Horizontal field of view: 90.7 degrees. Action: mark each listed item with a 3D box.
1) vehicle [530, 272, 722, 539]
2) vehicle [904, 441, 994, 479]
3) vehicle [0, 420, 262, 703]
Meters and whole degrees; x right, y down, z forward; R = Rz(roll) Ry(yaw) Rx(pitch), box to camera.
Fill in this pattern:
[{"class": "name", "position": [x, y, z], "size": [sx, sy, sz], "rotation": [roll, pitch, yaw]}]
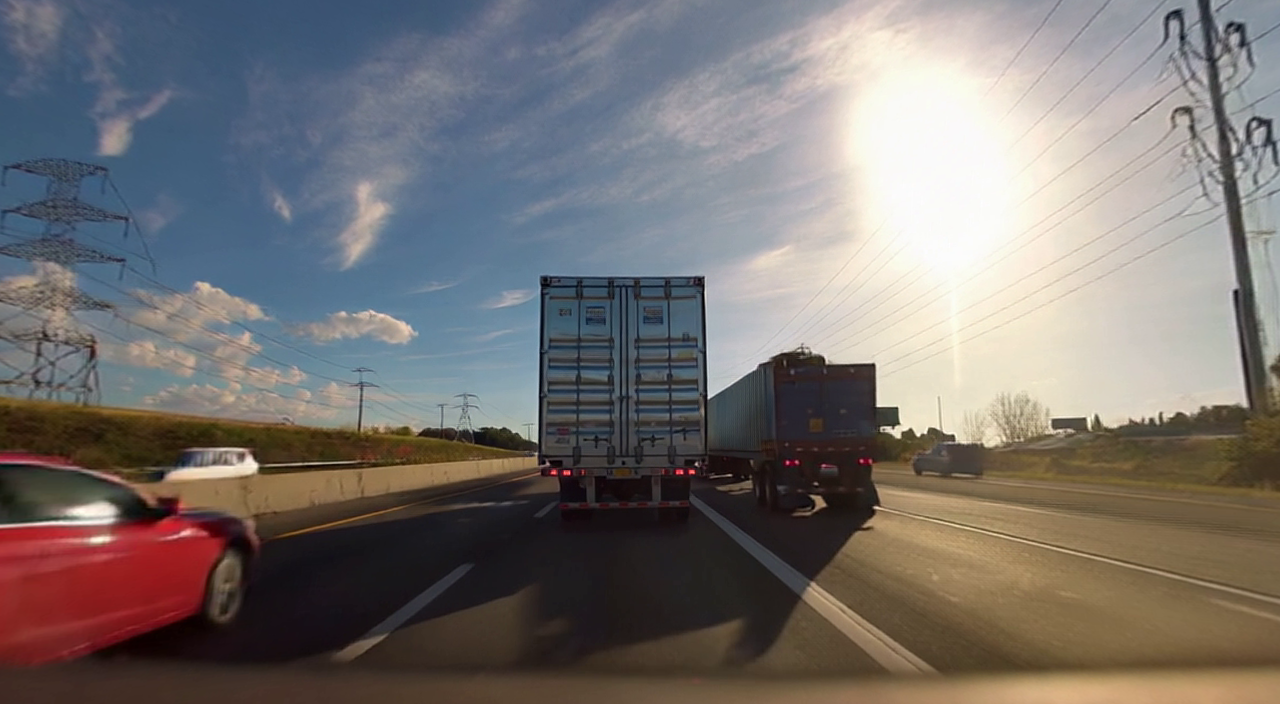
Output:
[{"class": "vehicle", "position": [-0.215, 1.646, 15.660], "size": [2.841, 4.071, 12.046], "rotation": [0, -9, 0]}, {"class": "vehicle", "position": [12.781, 4.485, 26.439], "size": [1.766, 1.452, 3.703], "rotation": [0, -9, -2]}, {"class": "vehicle", "position": [-4.184, 1.068, 2.975], "size": [1.993, 1.475, 4.540], "rotation": [0, -9, 0]}]
